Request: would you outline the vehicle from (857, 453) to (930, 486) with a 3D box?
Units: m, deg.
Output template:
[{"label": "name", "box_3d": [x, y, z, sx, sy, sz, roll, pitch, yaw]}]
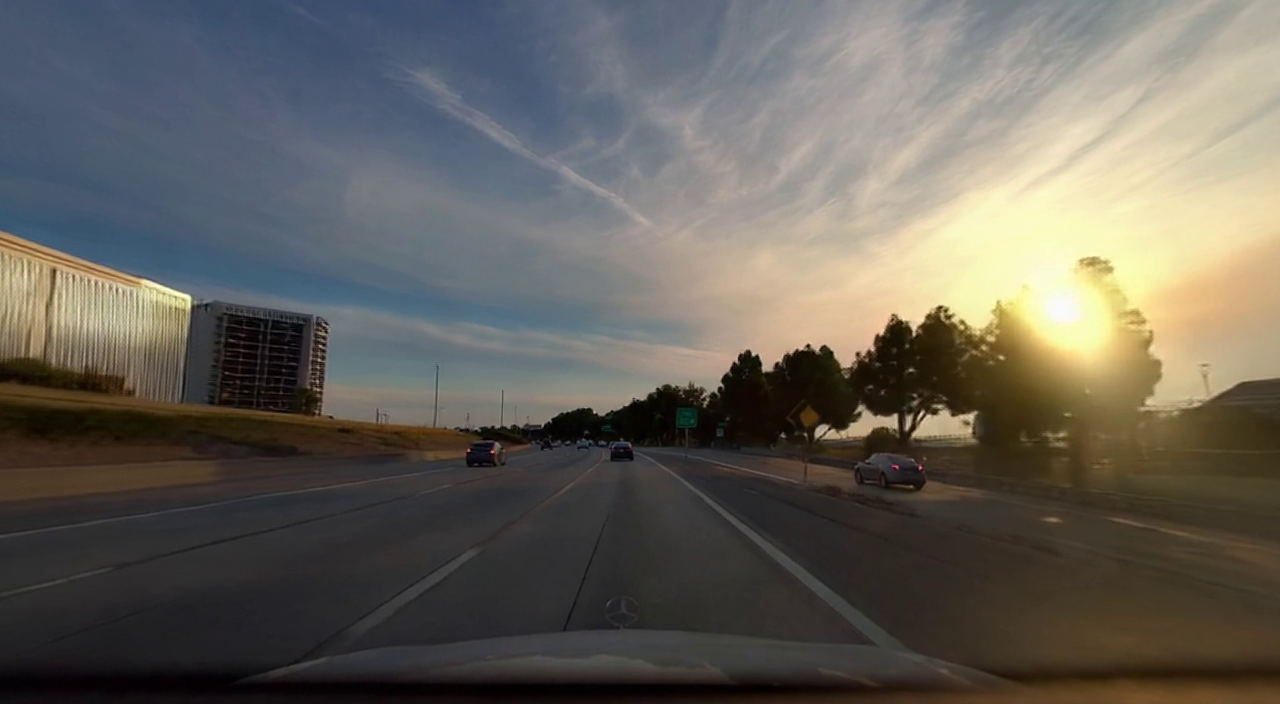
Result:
[{"label": "vehicle", "box_3d": [14.930, 6.935, 37.520, 2.023, 1.782, 4.193, 1, -9, -11]}]

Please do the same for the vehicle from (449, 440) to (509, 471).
[{"label": "vehicle", "box_3d": [-8.271, 5.345, 32.775, 2.009, 1.454, 4.250, 0, -9, 0]}]

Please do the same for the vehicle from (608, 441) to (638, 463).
[{"label": "vehicle", "box_3d": [-1.227, 7.066, 44.778, 2.038, 1.414, 4.357, 0, -9, -3]}]
